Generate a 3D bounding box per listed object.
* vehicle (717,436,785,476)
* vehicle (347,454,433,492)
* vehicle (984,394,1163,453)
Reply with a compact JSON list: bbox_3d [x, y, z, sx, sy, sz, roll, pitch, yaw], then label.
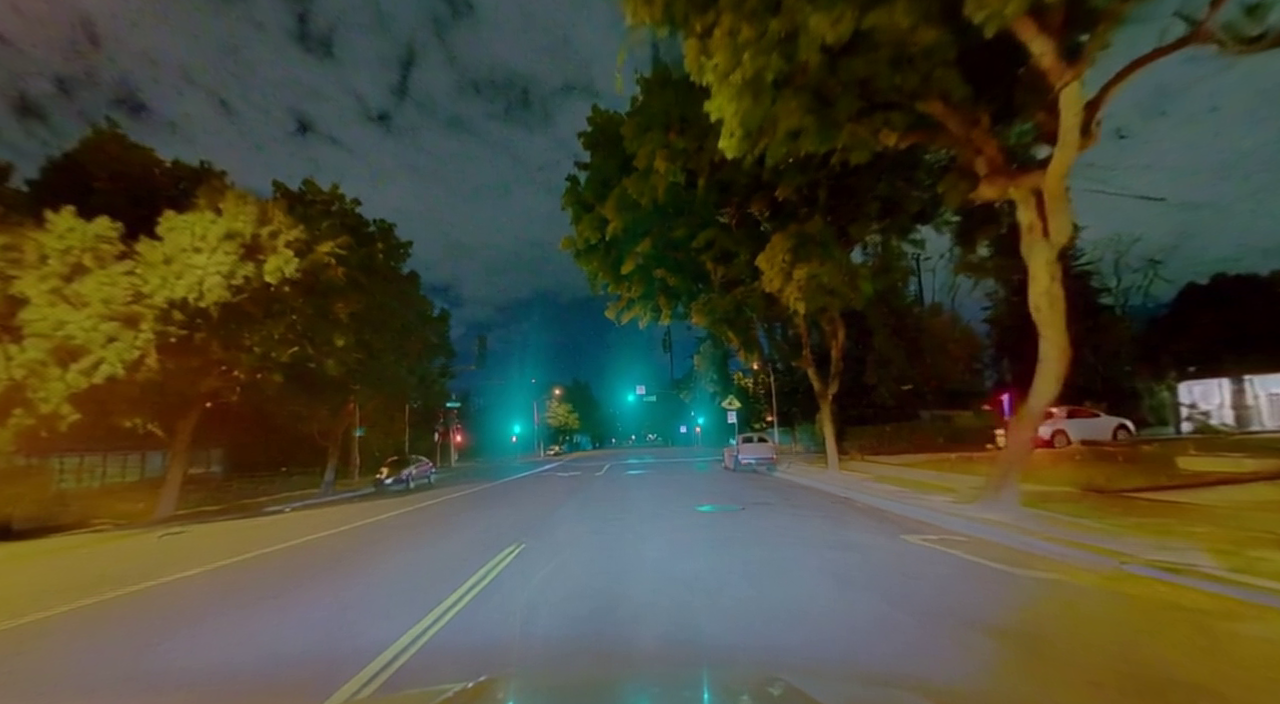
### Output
[{"bbox_3d":[4.509,4.306,26.351,1.963,1.477,4.804,0,-9,0],"label":"vehicle"},{"bbox_3d":[-11.506,5.573,29.434,2.029,1.550,4.562,-1,-8,1],"label":"vehicle"},{"bbox_3d":[14.570,2.455,21.450,4.500,1.875,2.046,0,-8,-1],"label":"vehicle"}]
